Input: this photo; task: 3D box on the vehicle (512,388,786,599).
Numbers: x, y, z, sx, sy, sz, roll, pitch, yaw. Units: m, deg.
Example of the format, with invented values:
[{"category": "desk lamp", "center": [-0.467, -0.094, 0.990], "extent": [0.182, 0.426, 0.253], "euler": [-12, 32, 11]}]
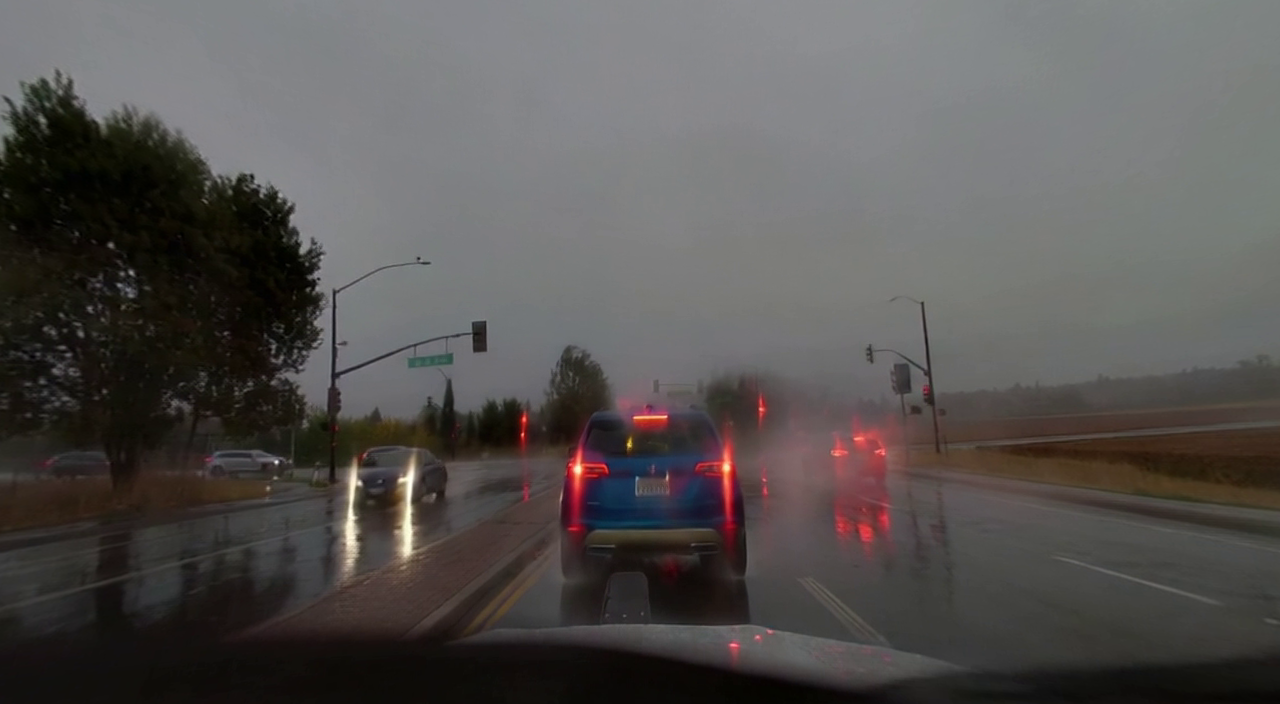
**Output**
[{"category": "vehicle", "center": [0.065, 1.491, 7.465], "extent": [2.298, 1.770, 4.138], "euler": [0, -8, 0]}]

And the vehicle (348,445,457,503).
[{"category": "vehicle", "center": [-7.020, 3.601, 19.222], "extent": [2.425, 1.480, 4.707], "euler": [2, -9, -12]}]

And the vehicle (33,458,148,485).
[{"category": "vehicle", "center": [-31.679, 6.880, 36.446], "extent": [4.559, 1.458, 2.265], "euler": [0, -8, 1]}]

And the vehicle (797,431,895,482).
[{"category": "vehicle", "center": [7.138, 3.669, 22.401], "extent": [2.012, 1.636, 4.352], "euler": [0, -8, 0]}]

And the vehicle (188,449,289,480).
[{"category": "vehicle", "center": [-23.381, 6.535, 36.804], "extent": [4.608, 1.680, 2.026], "euler": [-1, -8, 8]}]
